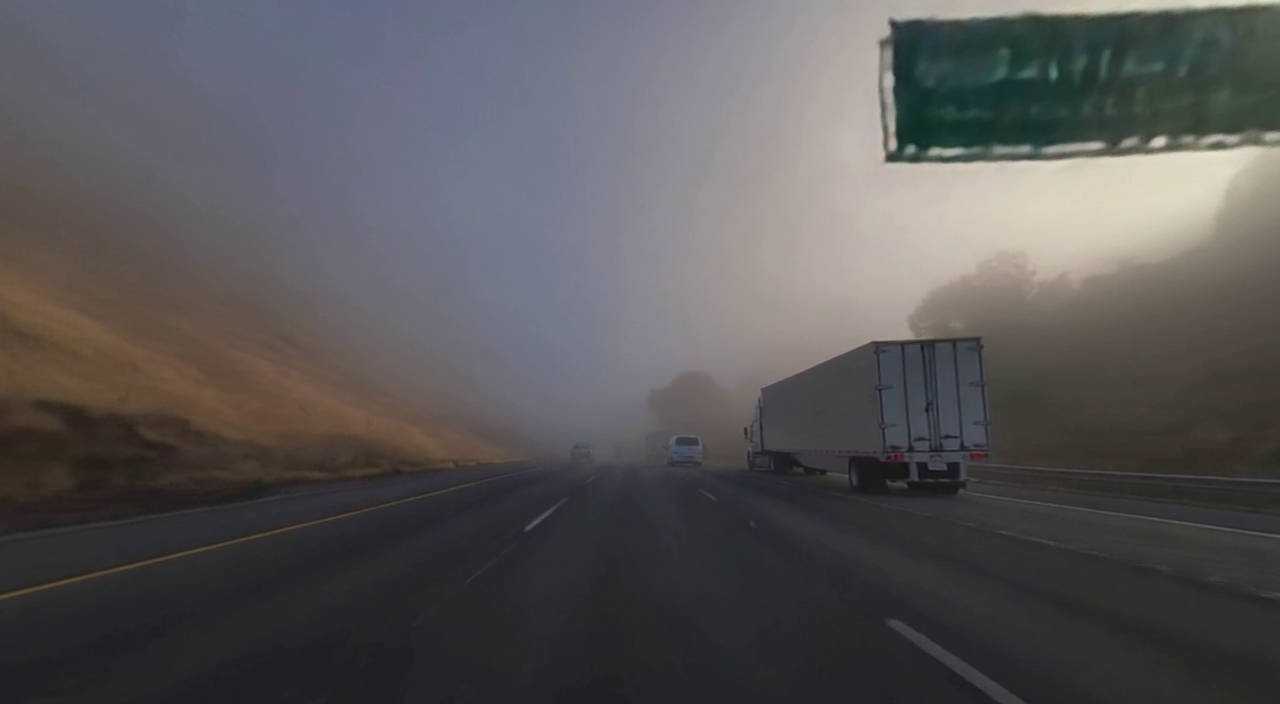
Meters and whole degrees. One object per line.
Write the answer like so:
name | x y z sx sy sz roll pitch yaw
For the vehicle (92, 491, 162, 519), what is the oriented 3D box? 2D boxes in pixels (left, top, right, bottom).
vehicle | -33.133 9.879 40.939 1.532 1.395 3.533 0 -8 0

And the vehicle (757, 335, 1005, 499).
vehicle | 7.668 2.842 24.368 2.935 4.187 16.357 0 -8 -1

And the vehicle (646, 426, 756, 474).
vehicle | 2.932 4.855 31.412 5.075 2.277 2.365 0 -9 -3
